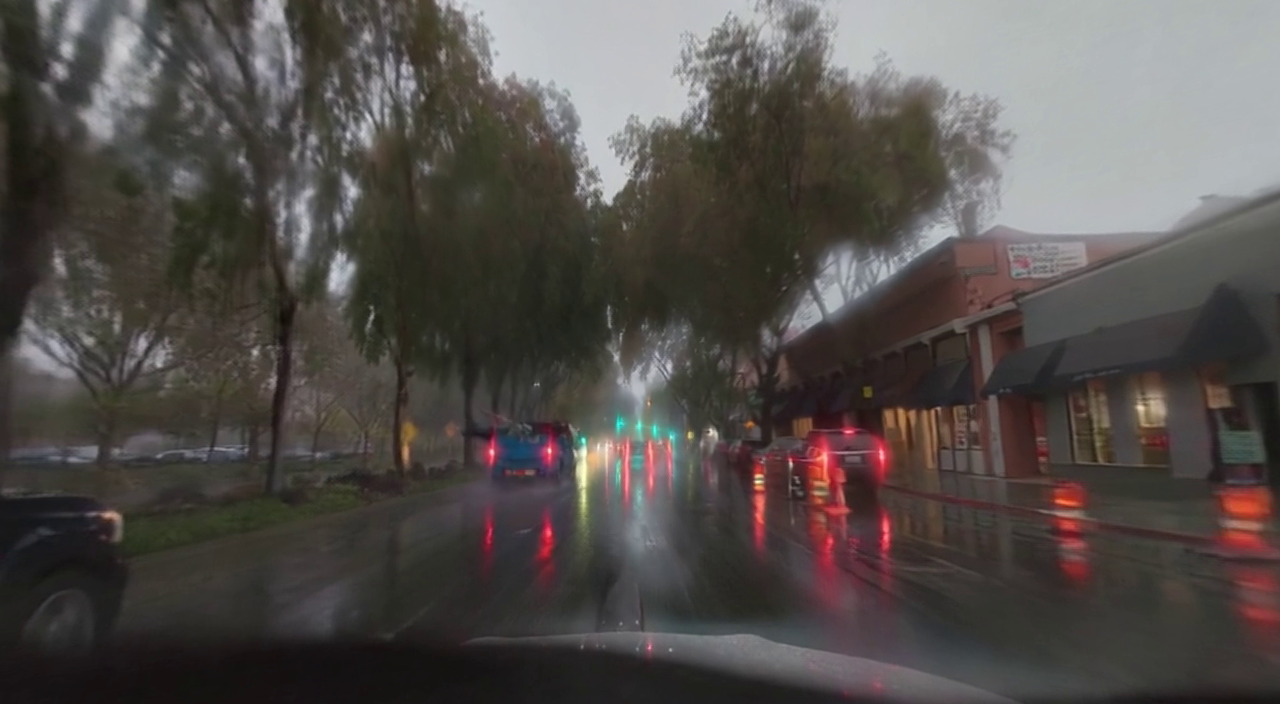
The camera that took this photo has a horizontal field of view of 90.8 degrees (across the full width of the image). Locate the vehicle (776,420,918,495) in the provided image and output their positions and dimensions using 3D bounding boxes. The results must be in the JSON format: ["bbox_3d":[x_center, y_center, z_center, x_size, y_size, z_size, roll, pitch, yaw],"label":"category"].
[{"bbox_3d":[6.608,3.471,21.159,2.921,2.166,5.422,0,-8,0],"label":"vehicle"}]

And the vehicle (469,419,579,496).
[{"bbox_3d":[-3.409,3.260,19.921,2.424,2.063,5.678,0,-8,-1],"label":"vehicle"}]

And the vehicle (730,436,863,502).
[{"bbox_3d":[4.199,3.214,17.862,2.082,1.601,4.451,1,-8,-8],"label":"vehicle"}]

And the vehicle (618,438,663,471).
[{"bbox_3d":[-0.045,5.876,36.446,2.413,1.748,4.406,0,-8,-2],"label":"vehicle"}]

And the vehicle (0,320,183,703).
[{"bbox_3d":[-3.708,0.580,1.207,2.327,1.775,4.430,0,-8,0],"label":"vehicle"}]
